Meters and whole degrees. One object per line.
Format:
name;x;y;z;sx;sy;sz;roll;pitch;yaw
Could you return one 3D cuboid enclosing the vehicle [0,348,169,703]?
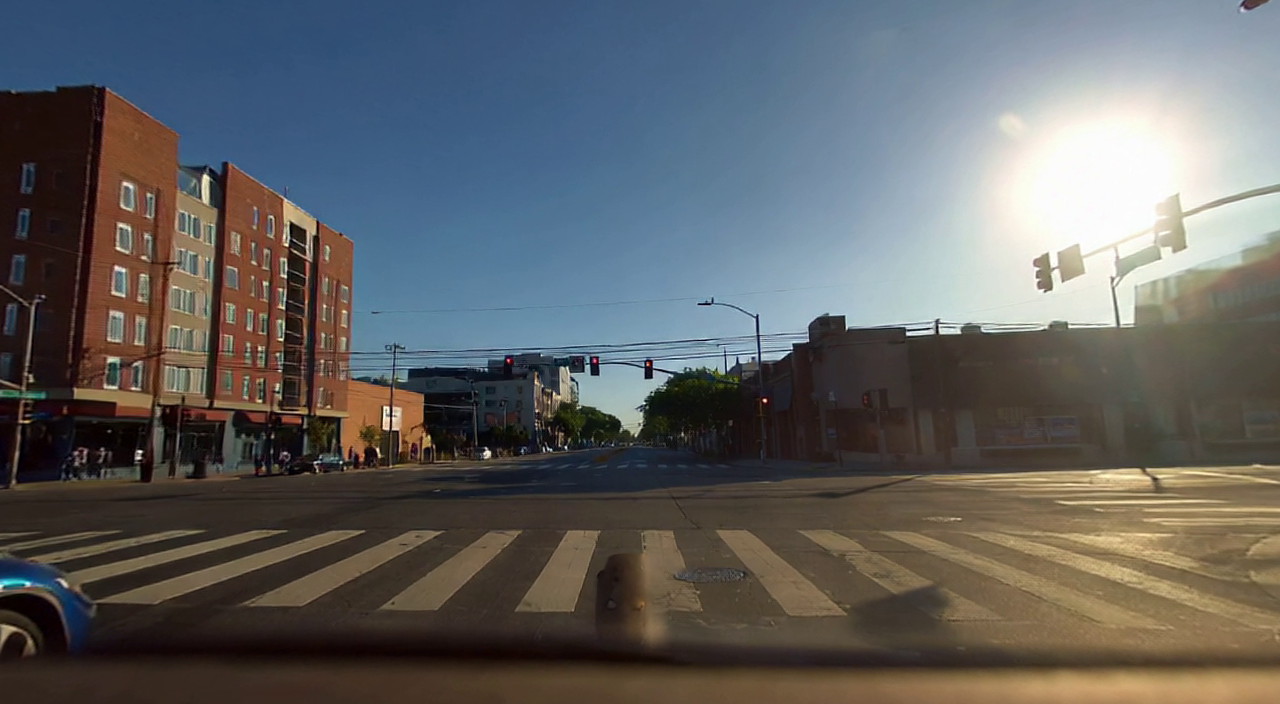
vehicle;-3.633;0.619;1.056;2.109;1.692;4.587;0;-8;0
